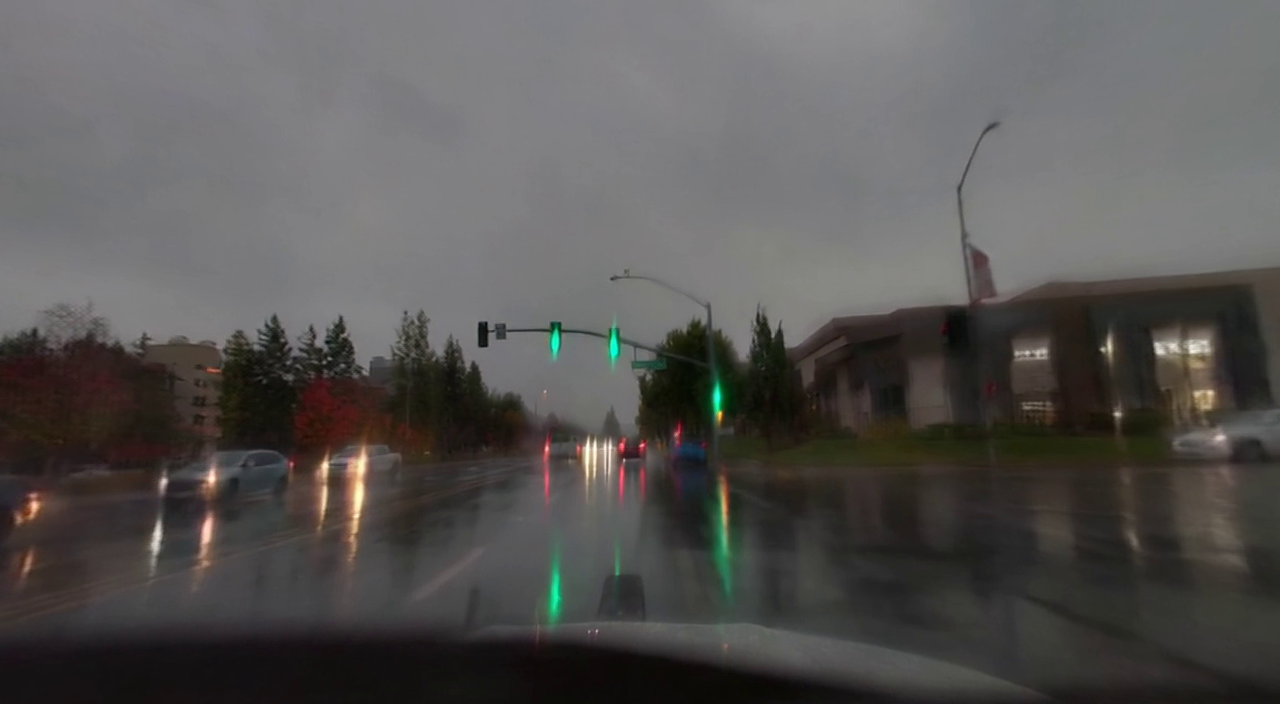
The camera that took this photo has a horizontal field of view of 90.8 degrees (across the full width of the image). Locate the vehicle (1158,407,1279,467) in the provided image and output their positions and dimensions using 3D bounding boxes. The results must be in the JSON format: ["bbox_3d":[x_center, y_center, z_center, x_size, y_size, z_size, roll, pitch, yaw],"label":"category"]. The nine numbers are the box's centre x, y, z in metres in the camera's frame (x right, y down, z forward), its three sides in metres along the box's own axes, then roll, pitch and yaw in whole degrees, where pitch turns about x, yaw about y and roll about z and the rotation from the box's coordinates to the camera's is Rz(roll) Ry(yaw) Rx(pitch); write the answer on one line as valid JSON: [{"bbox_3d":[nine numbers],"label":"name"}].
[{"bbox_3d":[17.203,2.249,16.945,4.517,1.455,2.233,-1,-8,3],"label":"vehicle"}]

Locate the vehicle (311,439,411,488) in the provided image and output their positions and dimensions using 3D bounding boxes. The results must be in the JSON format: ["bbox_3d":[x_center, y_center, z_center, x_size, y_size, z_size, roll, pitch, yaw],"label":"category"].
[{"bbox_3d":[-12.384,4.929,28.469,2.260,1.921,4.902,-1,-8,0],"label":"vehicle"}]

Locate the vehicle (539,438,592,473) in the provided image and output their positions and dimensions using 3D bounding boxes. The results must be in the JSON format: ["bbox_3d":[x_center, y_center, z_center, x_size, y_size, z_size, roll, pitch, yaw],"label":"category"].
[{"bbox_3d":[-3.445,4.833,29.742,1.921,1.477,4.083,-1,-8,1],"label":"vehicle"}]

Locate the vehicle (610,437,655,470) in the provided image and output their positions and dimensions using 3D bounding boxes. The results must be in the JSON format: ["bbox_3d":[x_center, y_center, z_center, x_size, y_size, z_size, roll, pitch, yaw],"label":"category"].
[{"bbox_3d":[-0.327,4.994,31.335,2.085,1.475,3.976,-1,-8,0],"label":"vehicle"}]

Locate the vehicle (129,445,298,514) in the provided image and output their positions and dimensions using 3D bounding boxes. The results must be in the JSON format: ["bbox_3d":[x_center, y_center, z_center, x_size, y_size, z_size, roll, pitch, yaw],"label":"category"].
[{"bbox_3d":[-12.560,3.722,19.045,1.986,1.712,4.399,-1,-8,1],"label":"vehicle"}]

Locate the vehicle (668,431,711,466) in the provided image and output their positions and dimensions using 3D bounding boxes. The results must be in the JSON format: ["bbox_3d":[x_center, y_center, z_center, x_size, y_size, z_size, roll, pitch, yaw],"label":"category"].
[{"bbox_3d":[2.776,5.533,36.591,2.175,1.850,5.118,-1,-8,2],"label":"vehicle"}]
